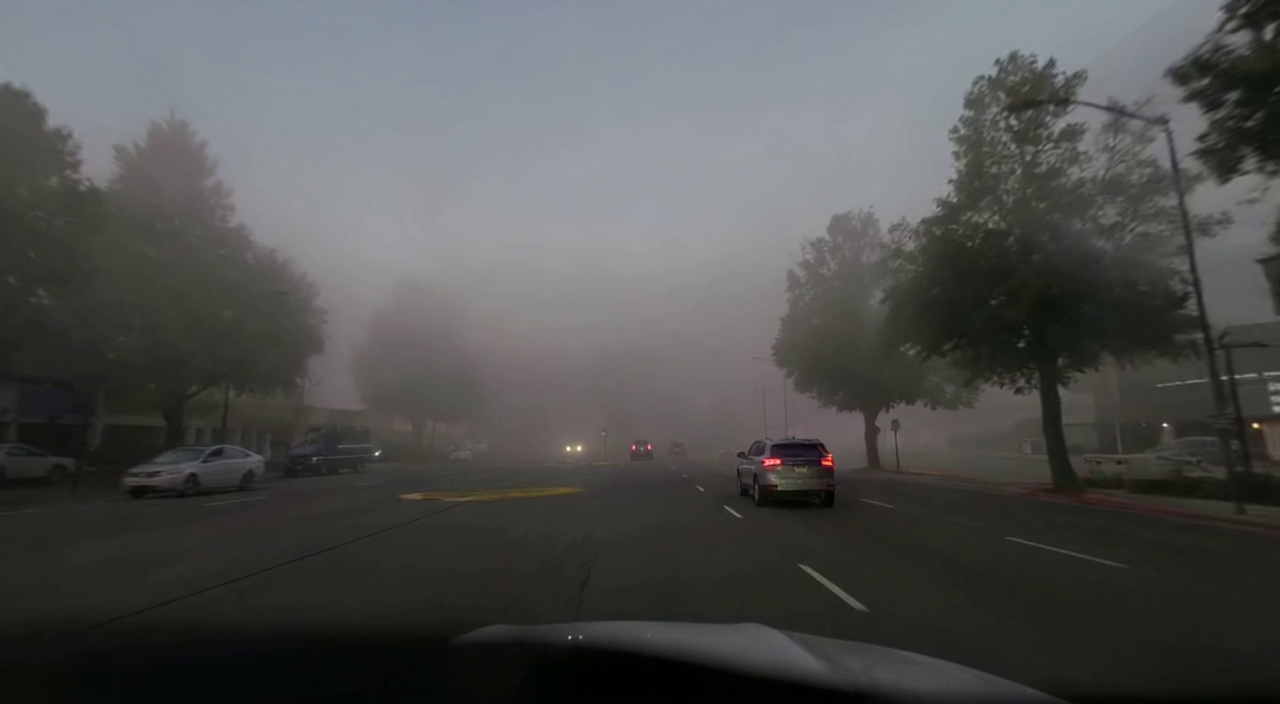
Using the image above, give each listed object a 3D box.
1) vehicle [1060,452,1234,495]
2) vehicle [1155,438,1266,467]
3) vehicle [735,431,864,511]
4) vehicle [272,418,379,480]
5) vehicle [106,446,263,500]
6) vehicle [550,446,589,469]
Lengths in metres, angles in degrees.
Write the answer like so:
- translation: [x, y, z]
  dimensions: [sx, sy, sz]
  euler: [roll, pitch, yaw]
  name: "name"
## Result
- translation: [18.686, 4.478, 23.429]
  dimensions: [4.667, 1.452, 2.017]
  euler: [0, -8, 1]
  name: "vehicle"
- translation: [34.736, 6.133, 38.505]
  dimensions: [4.618, 1.667, 1.955]
  euler: [-1, -8, 5]
  name: "vehicle"
- translation: [3.652, 2.799, 15.253]
  dimensions: [2.072, 1.669, 3.836]
  euler: [0, -8, -1]
  name: "vehicle"
- translation: [-18.753, 5.827, 38.142]
  dimensions: [2.783, 3.367, 6.723]
  euler: [0, -8, 1]
  name: "vehicle"
- translation: [-15.305, 4.047, 21.557]
  dimensions: [1.964, 1.639, 4.428]
  euler: [0, -8, 1]
  name: "vehicle"
- translation: [-4.527, 6.878, 41.356]
  dimensions: [2.084, 1.415, 4.580]
  euler: [0, -8, -1]
  name: "vehicle"
